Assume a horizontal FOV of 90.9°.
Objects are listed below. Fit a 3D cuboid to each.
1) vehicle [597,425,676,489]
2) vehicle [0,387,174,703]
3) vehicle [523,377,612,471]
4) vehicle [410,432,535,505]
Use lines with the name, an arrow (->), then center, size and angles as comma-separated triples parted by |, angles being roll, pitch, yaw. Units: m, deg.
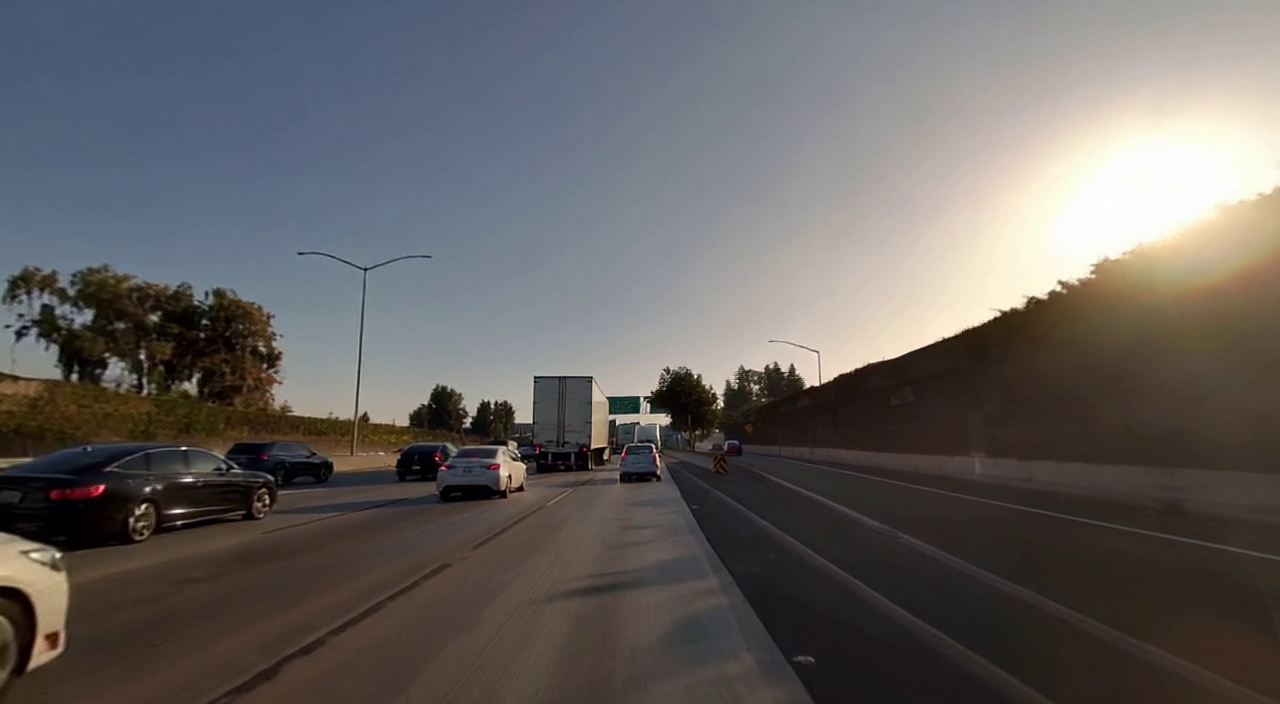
vehicle -> -0.100, 3.405, 20.716 | 2.325, 1.864, 4.128 | 0, -8, 0
vehicle -> -3.759, 0.748, 1.394 | 1.866, 1.568, 4.603 | 0, -8, 1
vehicle -> -3.835, 4.818, 38.618 | 3.348, 4.469, 16.443 | -1, -10, 1
vehicle -> -4.121, 2.936, 16.281 | 2.124, 1.627, 3.863 | 0, -8, 1
